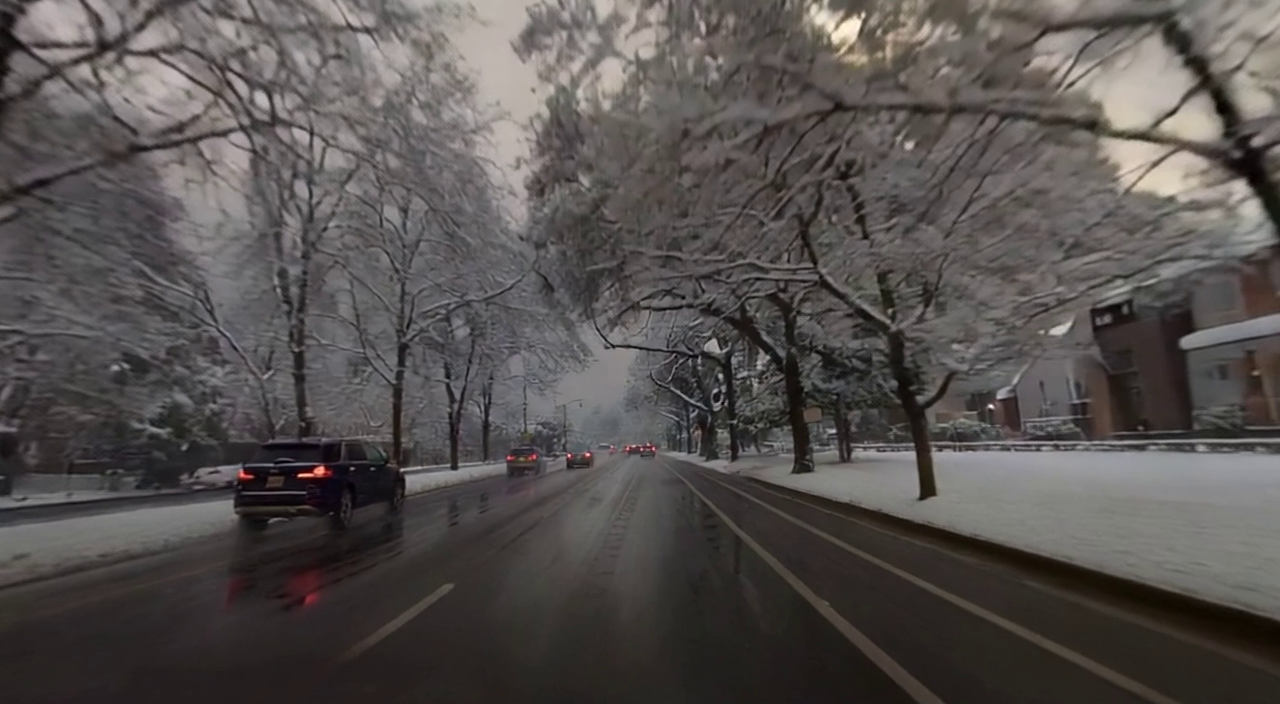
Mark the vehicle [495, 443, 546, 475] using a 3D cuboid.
[{"bbox_3d":[-6.689,6.035,35.753,1.985,1.708,4.310,0,-9,0],"label":"vehicle"}]

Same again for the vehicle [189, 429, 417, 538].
[{"bbox_3d":[-6.310,2.491,12.571,2.123,1.761,4.322,0,-9,0],"label":"vehicle"}]
